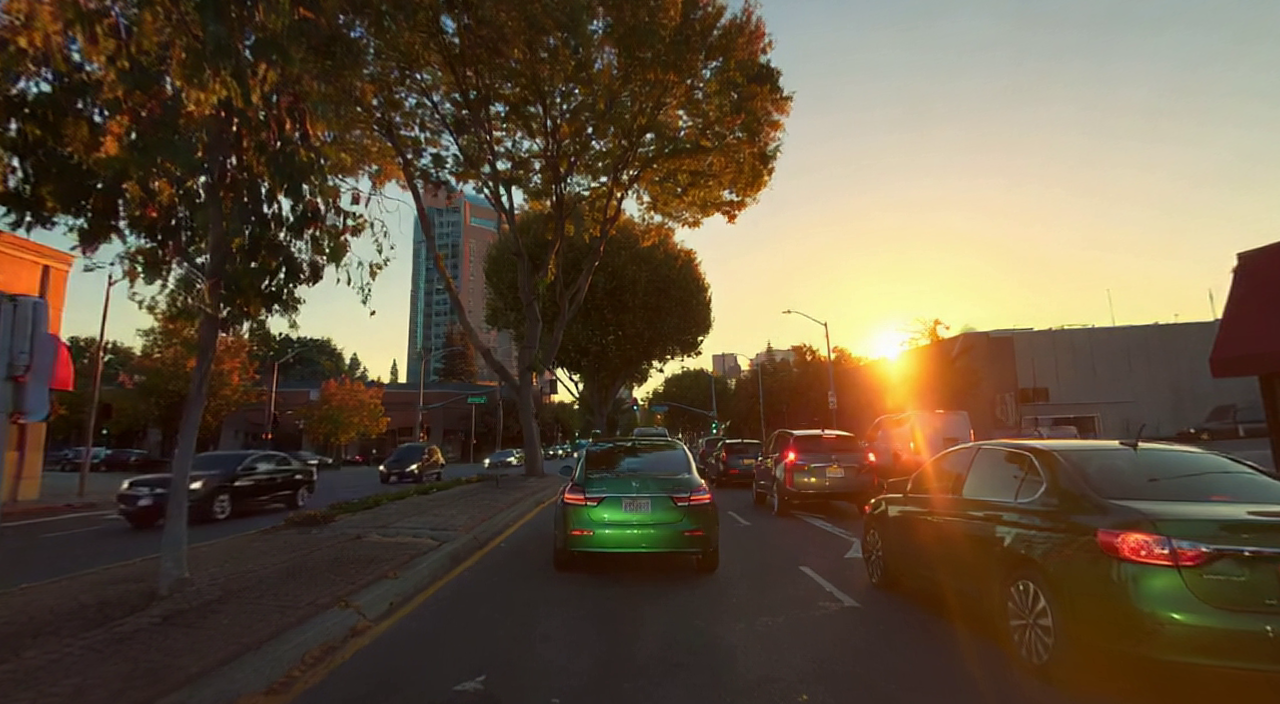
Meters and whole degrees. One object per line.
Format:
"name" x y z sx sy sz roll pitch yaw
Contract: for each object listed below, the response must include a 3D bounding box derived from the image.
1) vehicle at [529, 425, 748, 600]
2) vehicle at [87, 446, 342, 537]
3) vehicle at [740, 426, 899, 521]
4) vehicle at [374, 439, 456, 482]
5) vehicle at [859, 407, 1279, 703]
"vehicle" -0.022 1.655 7.301 1.887 1.487 3.535 0 -9 0
"vehicle" -8.020 2.623 12.555 2.169 1.477 4.168 0 -9 0
"vehicle" 3.531 2.484 13.417 2.025 1.660 4.263 0 -9 -1
"vehicle" -10.266 4.968 29.262 2.060 1.792 5.170 0 -9 -2
"vehicle" 3.302 1.257 4.483 1.988 1.480 4.195 0 -9 0
